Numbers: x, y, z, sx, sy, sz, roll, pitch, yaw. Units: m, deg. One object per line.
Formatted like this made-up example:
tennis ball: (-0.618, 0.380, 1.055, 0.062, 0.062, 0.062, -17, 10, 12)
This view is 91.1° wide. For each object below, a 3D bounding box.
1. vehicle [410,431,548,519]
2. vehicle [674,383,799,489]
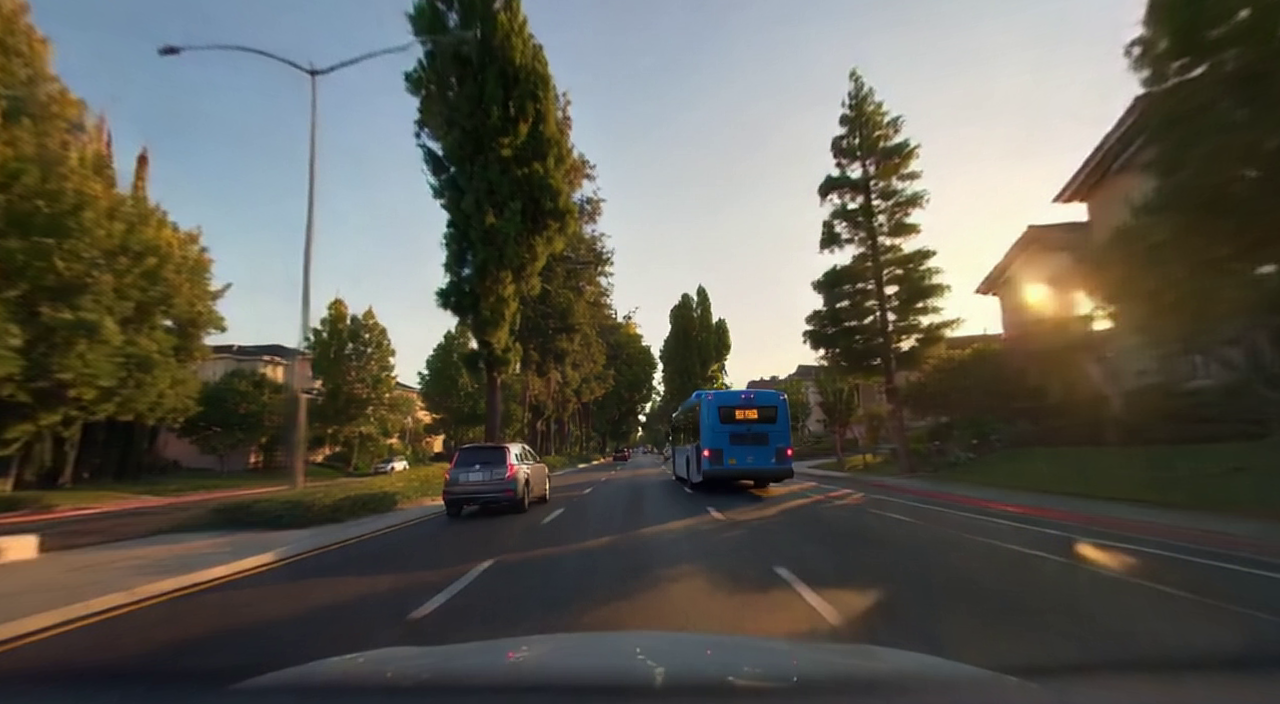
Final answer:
vehicle: (-3.631, 2.854, 15.116, 2.111, 1.767, 4.333, -1, -9, 1)
vehicle: (3.374, 3.584, 26.143, 3.072, 3.278, 12.747, 0, -9, 0)
